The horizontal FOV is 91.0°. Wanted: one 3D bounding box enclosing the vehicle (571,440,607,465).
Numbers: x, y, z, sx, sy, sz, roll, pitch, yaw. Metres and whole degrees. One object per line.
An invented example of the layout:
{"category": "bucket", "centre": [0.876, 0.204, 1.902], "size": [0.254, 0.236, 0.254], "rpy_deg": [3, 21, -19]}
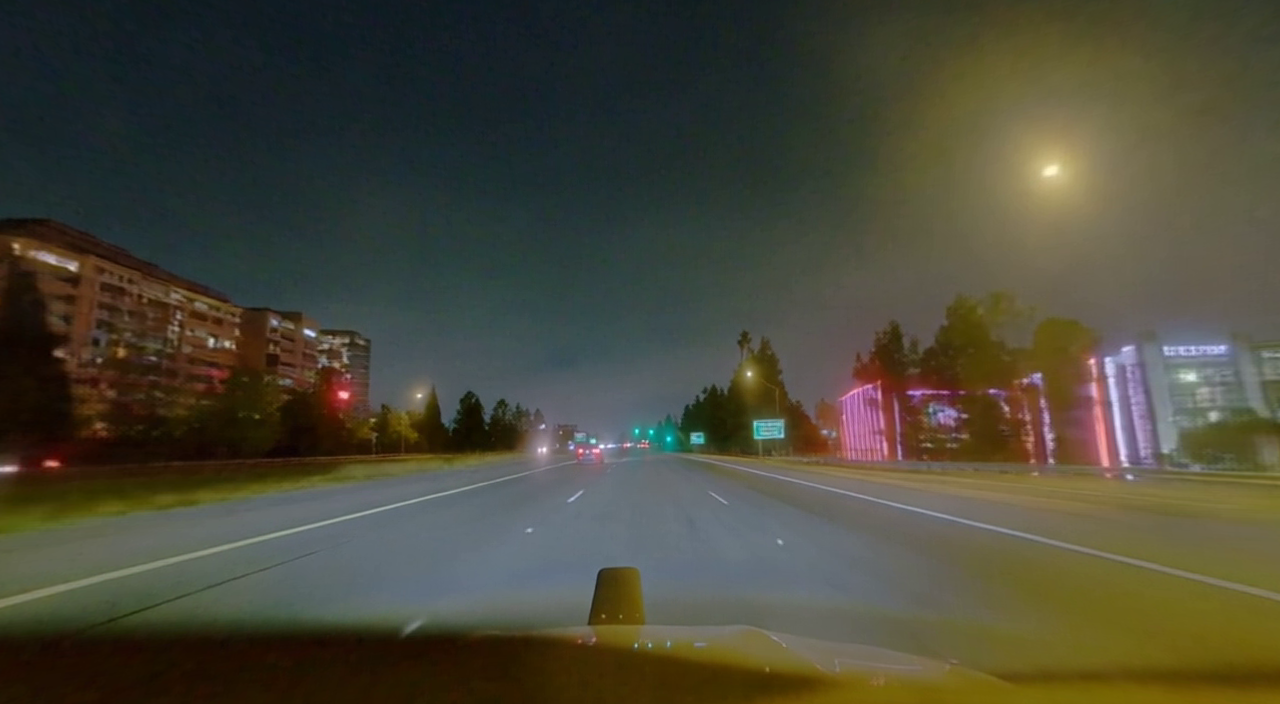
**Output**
{"category": "vehicle", "centre": [-3.386, 6.744, 42.201], "size": [2.015, 1.557, 4.229], "rpy_deg": [0, -9, 1]}
